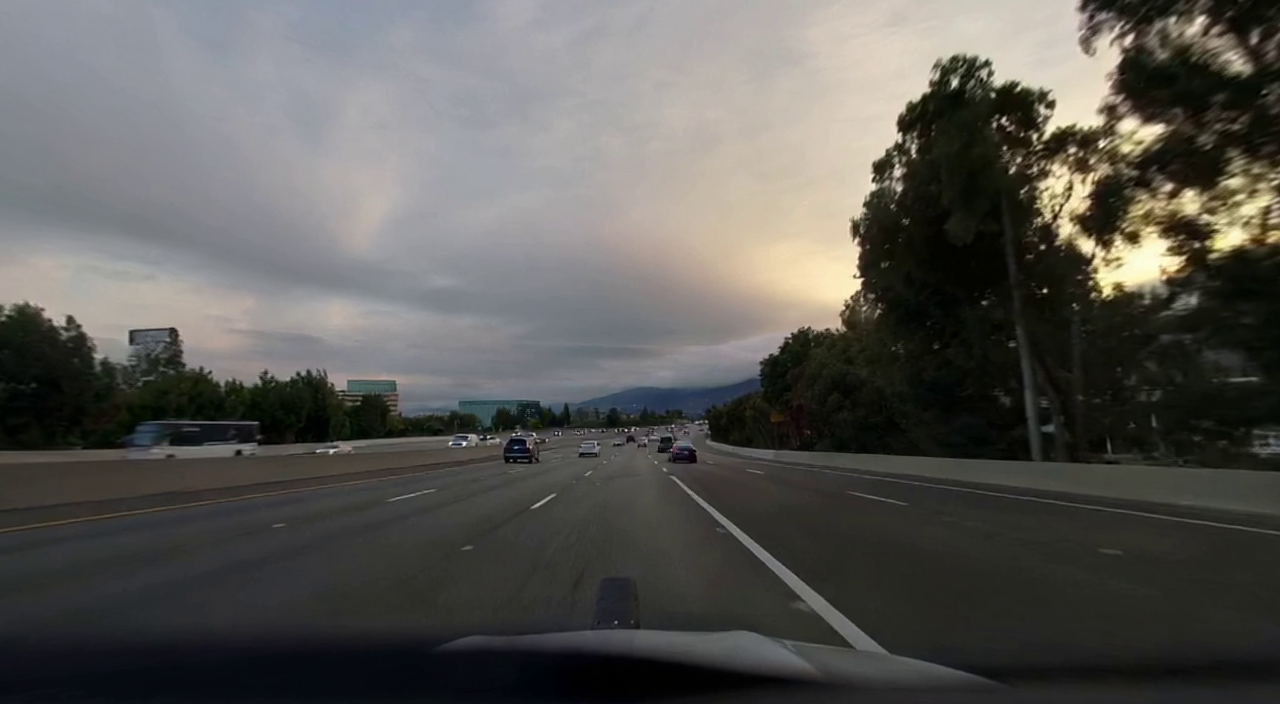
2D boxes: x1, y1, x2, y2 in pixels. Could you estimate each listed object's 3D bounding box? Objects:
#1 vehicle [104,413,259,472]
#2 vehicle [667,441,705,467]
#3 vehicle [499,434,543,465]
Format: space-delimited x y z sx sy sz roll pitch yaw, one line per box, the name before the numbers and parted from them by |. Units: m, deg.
vehicle | -27.828 5.618 39.115 2.937 3.196 8.787 0 -9 0
vehicle | 2.769 6.247 38.847 1.967 1.475 4.080 0 -8 -1
vehicle | -7.585 6.293 40.726 2.009 1.850 4.338 0 -8 -1
